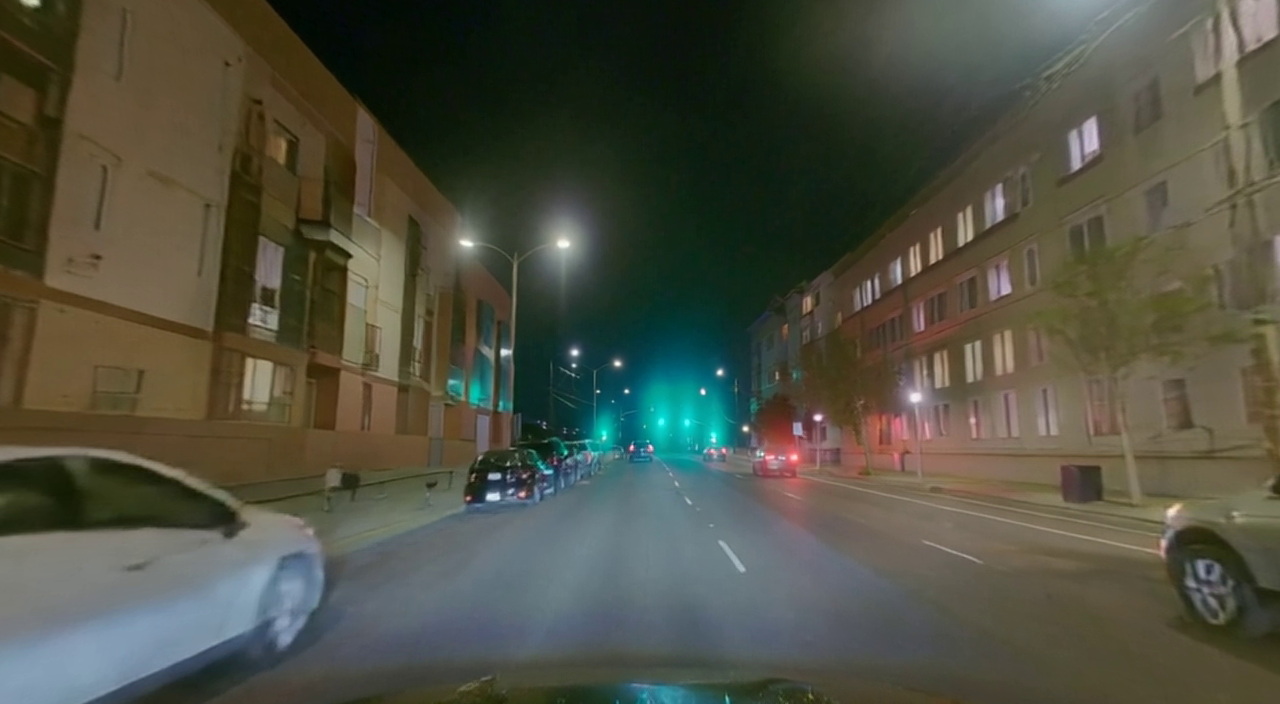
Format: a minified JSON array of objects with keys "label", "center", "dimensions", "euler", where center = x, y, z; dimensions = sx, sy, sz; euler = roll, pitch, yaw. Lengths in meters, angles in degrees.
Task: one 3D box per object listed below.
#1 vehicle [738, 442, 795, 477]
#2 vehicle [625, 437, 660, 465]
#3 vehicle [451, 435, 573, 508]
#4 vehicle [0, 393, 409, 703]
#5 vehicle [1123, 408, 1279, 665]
[{"label":"vehicle","center":[5.627,4.813,28.515],"dimensions":[1.799,1.463,3.464],"euler":[0,-8,-1]},{"label":"vehicle","center":[0.197,6.294,40.301],"dimensions":[2.122,1.689,3.885],"euler":[0,-8,1]},{"label":"vehicle","center":[-2.857,2.776,15.098],"dimensions":[1.843,1.482,4.310],"euler":[-1,-8,3]},{"label":"vehicle","center":[-3.079,0.998,2.815],"dimensions":[2.040,1.478,5.097],"euler":[0,-8,2]},{"label":"vehicle","center":[4.981,1.027,3.074],"dimensions":[1.891,1.599,4.173],"euler":[0,-8,0]}]
